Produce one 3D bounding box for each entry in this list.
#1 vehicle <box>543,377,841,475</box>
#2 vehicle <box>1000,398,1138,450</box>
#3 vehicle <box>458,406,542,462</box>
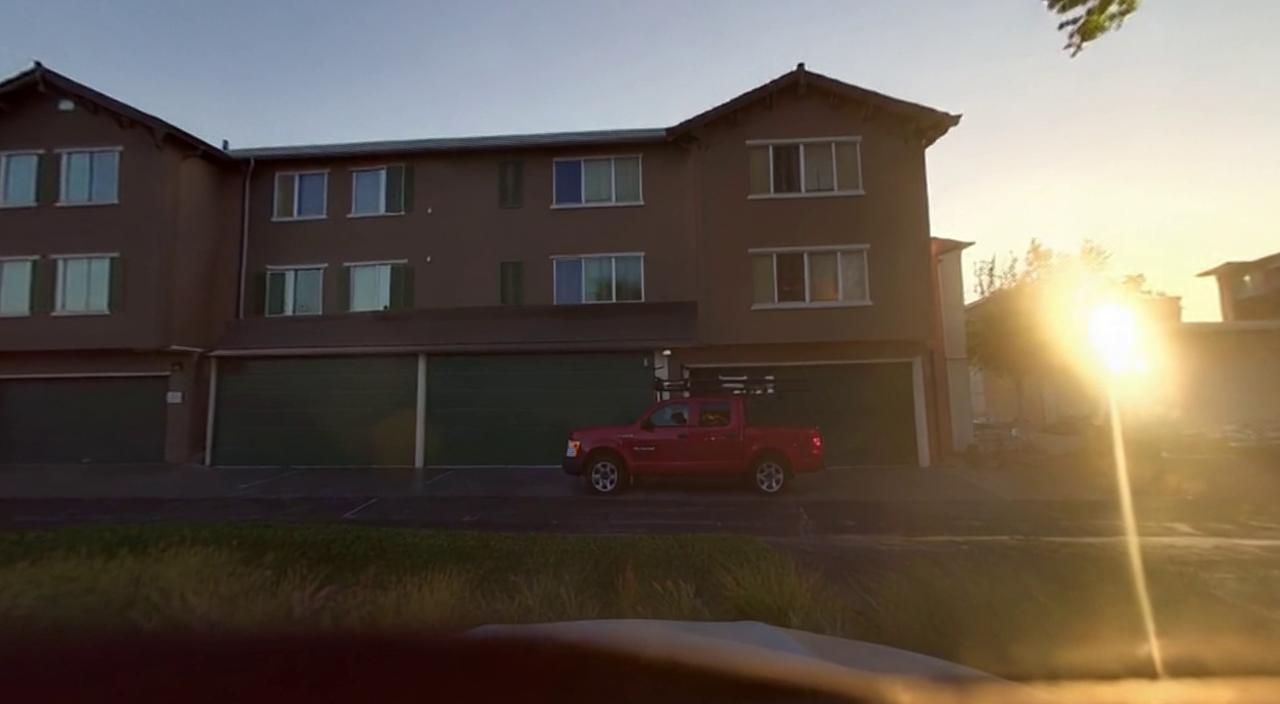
[{"bbox_3d":[0.989,1.542,13.046,5.600,1.835,2.161,0,-8,1],"label":"vehicle"},{"bbox_3d":[15.851,2.711,23.464,3.770,1.496,1.951,5,-9,2],"label":"vehicle"},{"bbox_3d":[-4.627,2.705,21.453,1.869,1.460,3.826,-4,-2,1],"label":"vehicle"}]
